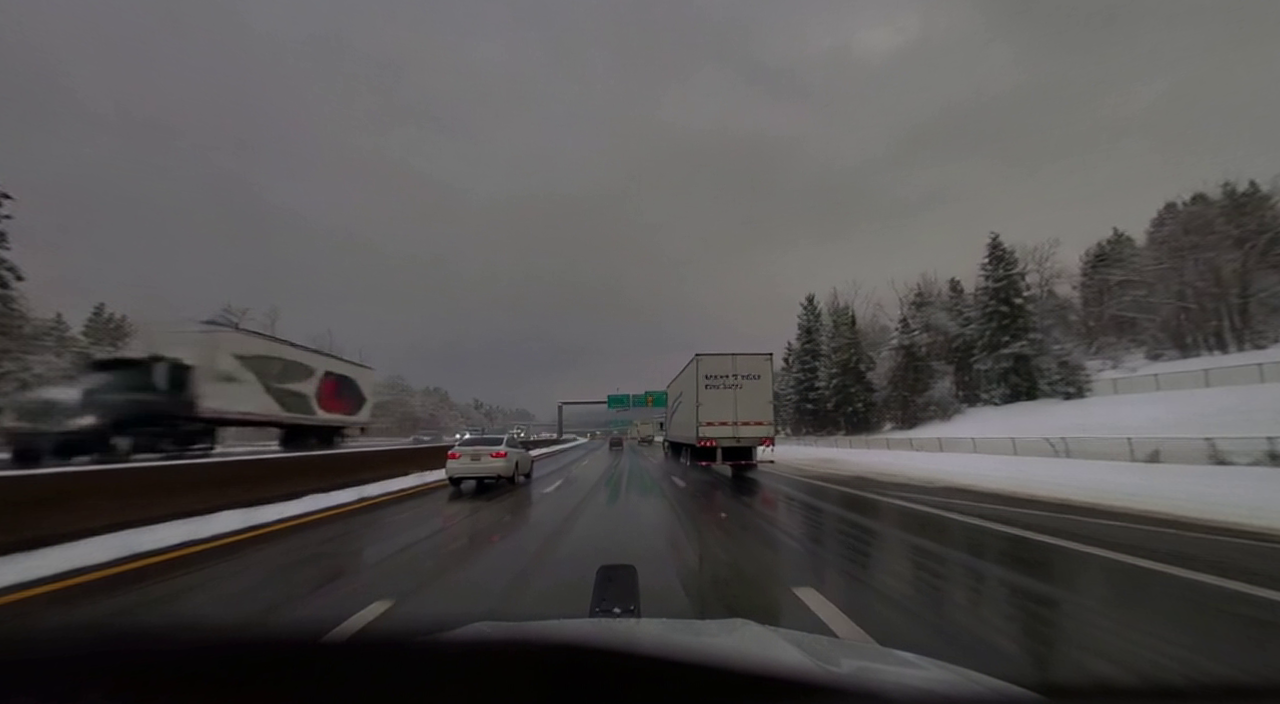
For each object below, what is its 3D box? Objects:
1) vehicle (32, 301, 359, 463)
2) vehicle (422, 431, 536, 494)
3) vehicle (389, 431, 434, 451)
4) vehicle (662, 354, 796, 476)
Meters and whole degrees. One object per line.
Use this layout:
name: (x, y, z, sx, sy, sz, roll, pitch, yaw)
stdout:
vehicle: (-12.282, 1.313, 19.295, 2.938, 3.692, 9.880, 0, -8, -1)
vehicle: (-4.106, 2.862, 16.874, 1.971, 1.444, 4.401, 0, -8, -1)
vehicle: (-17.174, 6.706, 47.530, 1.806, 1.429, 4.397, 0, -8, -1)
vehicle: (3.215, 3.017, 28.113, 3.241, 4.042, 14.292, 0, -8, -3)
